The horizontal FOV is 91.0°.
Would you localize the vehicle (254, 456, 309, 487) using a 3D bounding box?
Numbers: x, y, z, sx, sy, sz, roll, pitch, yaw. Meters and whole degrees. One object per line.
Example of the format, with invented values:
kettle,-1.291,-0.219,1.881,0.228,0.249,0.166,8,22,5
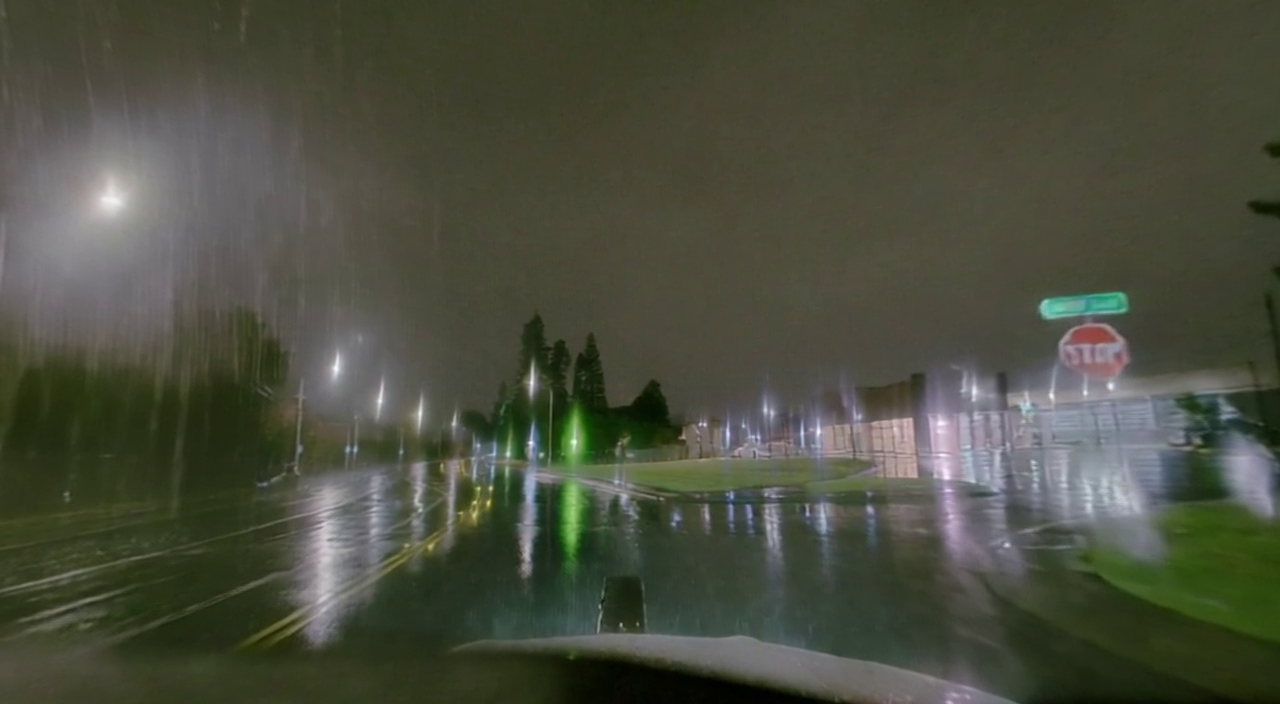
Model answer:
vehicle,-21.678,7.280,38.178,1.952,1.632,4.200,1,-12,-17
